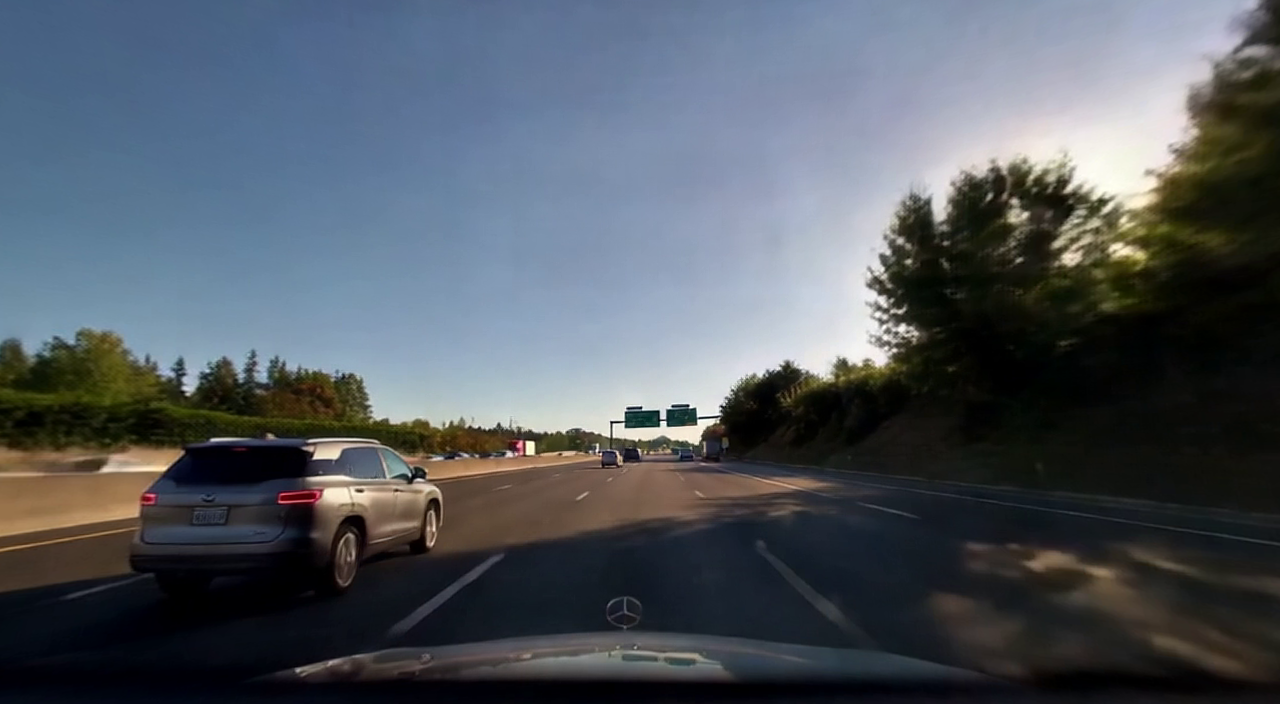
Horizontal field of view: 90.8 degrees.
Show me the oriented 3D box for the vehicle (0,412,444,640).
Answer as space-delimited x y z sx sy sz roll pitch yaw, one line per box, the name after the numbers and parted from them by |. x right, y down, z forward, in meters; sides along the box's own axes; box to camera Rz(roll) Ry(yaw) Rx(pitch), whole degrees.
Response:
-3.787 1.567 6.679 2.016 1.623 4.126 0 -9 1 | vehicle
